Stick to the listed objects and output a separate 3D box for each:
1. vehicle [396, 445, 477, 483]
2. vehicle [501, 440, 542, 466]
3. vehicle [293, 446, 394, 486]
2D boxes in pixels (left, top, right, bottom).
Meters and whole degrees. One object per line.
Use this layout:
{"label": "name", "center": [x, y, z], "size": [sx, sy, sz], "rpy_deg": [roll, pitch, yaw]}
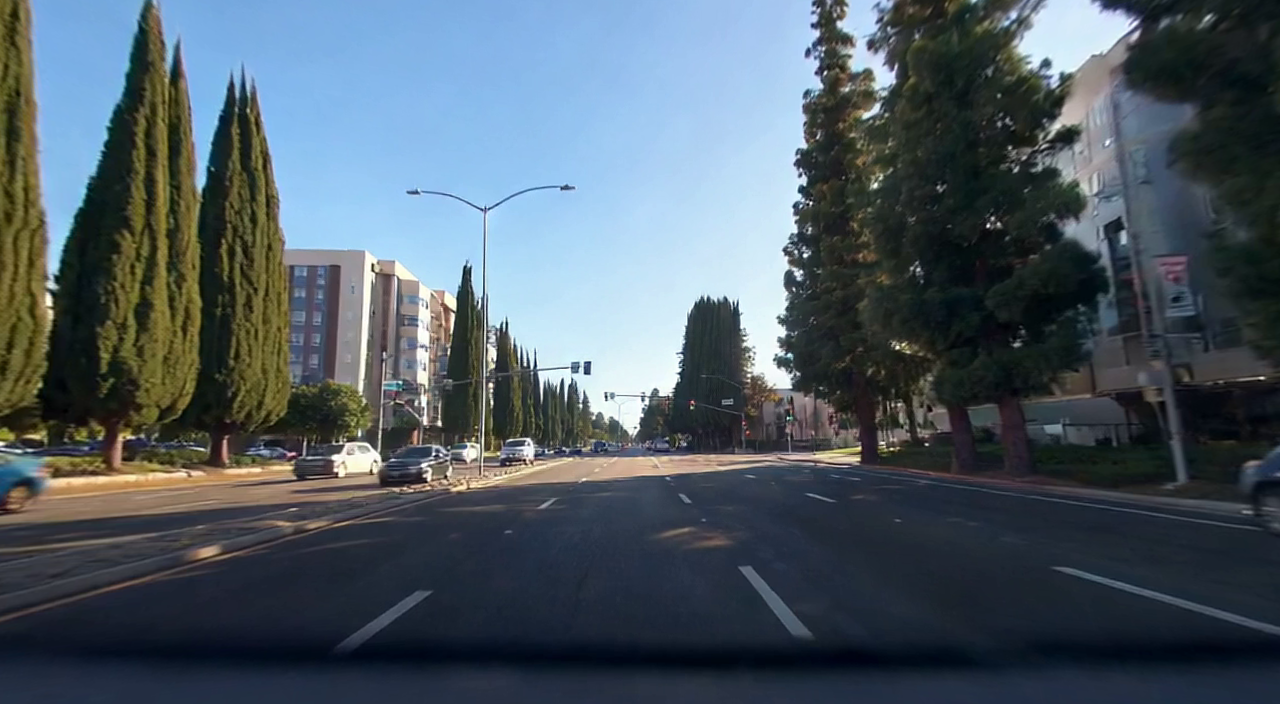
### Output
{"label": "vehicle", "center": [-8.468, 4.664, 26.707], "size": [1.899, 1.465, 4.443], "rpy_deg": [0, -8, 0]}
{"label": "vehicle", "center": [-8.614, 7.373, 46.291], "size": [2.131, 1.836, 4.670], "rpy_deg": [0, -8, 0]}
{"label": "vehicle", "center": [-12.075, 4.636, 26.117], "size": [1.969, 1.490, 4.488], "rpy_deg": [0, -8, 0]}
